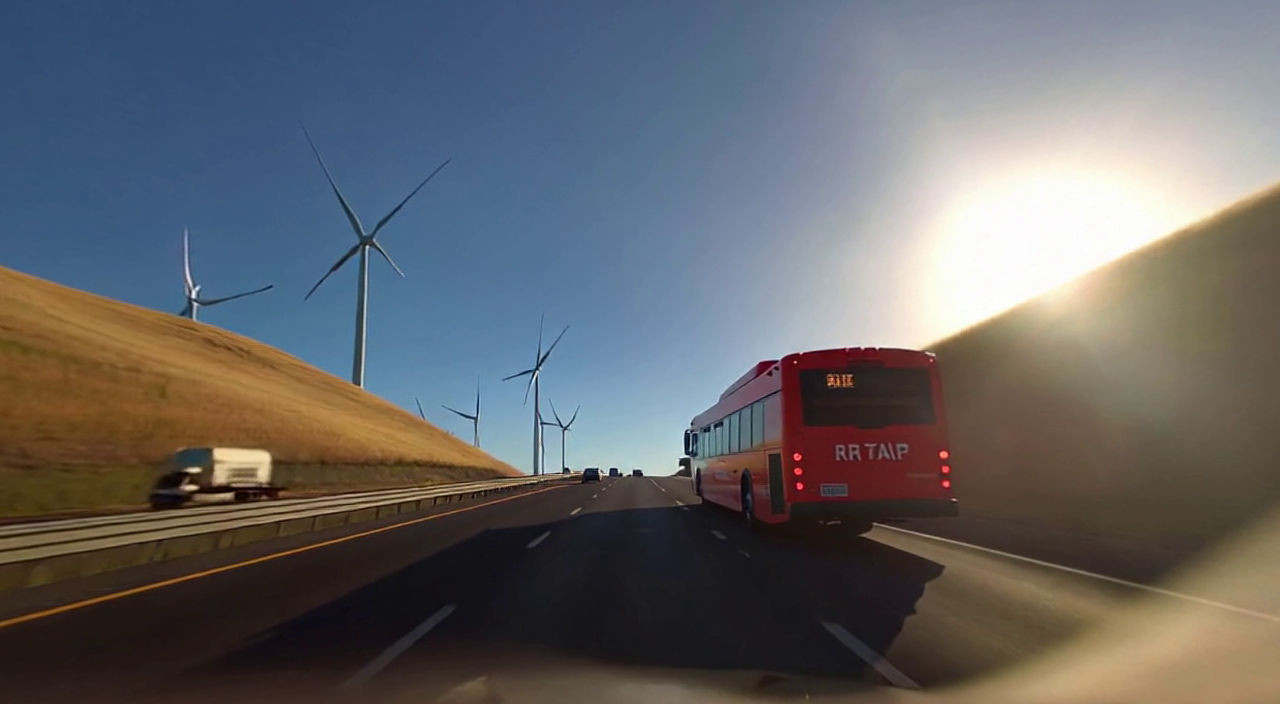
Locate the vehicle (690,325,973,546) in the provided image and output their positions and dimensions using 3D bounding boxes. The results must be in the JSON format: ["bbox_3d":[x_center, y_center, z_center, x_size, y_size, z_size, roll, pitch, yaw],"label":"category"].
[{"bbox_3d":[3.644,2.628,17.460,2.941,3.574,14.463,1,-10,-2],"label":"vehicle"}]

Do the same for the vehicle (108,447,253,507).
[{"bbox_3d":[-19.027,5.215,26.474,2.342,2.255,4.846,1,-10,0],"label":"vehicle"}]
